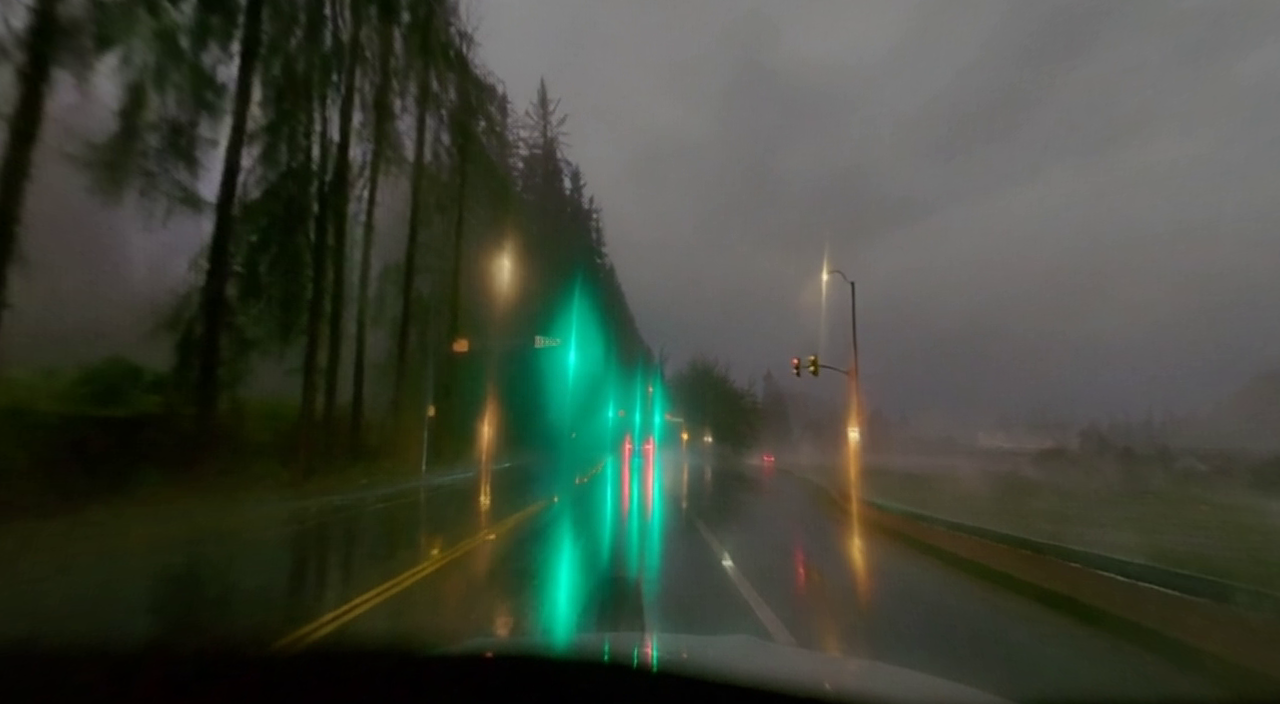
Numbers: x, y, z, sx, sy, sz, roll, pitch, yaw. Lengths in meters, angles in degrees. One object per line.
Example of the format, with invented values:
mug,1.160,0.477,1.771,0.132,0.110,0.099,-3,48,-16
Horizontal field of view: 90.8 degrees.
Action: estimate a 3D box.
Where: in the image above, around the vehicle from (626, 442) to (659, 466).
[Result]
vehicle,0.202,6.694,41.702,2.042,1.489,3.963,0,-9,1
